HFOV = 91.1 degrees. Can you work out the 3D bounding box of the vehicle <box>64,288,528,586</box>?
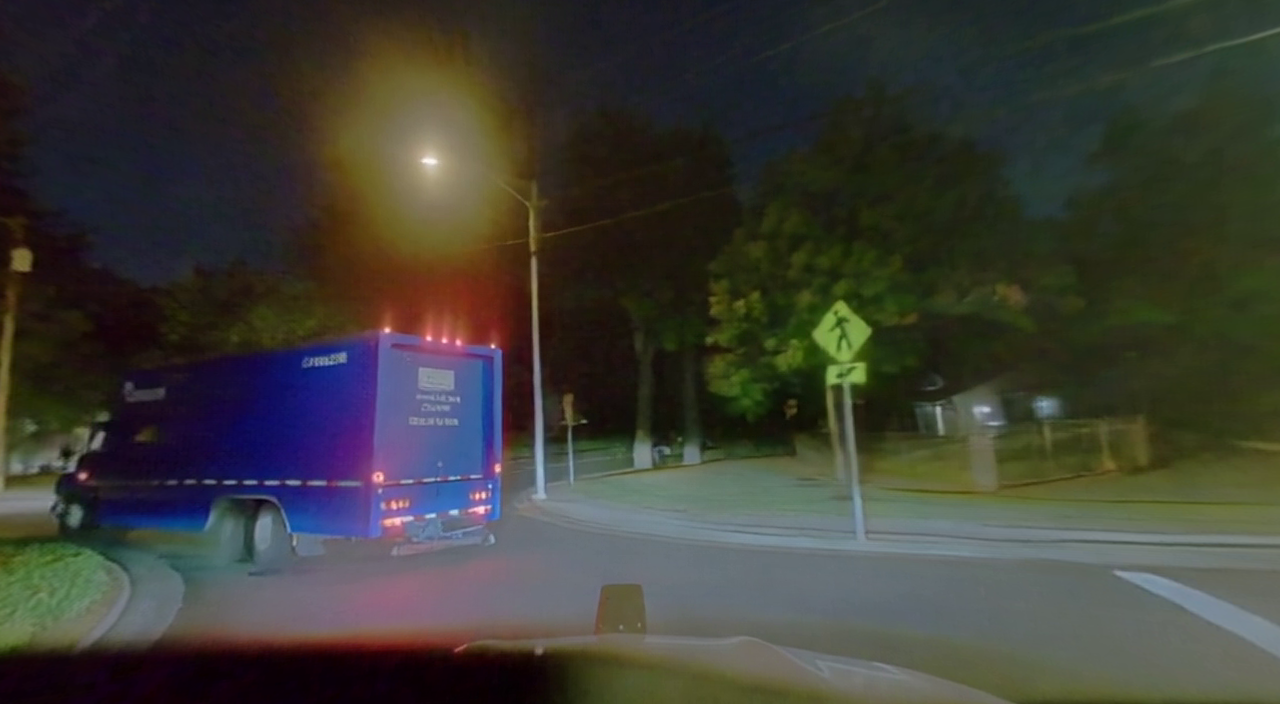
[{"bbox_3d":[-6.499,1.458,10.959,9.680,3.326,2.838,-6,-10,34],"label":"vehicle"}]
